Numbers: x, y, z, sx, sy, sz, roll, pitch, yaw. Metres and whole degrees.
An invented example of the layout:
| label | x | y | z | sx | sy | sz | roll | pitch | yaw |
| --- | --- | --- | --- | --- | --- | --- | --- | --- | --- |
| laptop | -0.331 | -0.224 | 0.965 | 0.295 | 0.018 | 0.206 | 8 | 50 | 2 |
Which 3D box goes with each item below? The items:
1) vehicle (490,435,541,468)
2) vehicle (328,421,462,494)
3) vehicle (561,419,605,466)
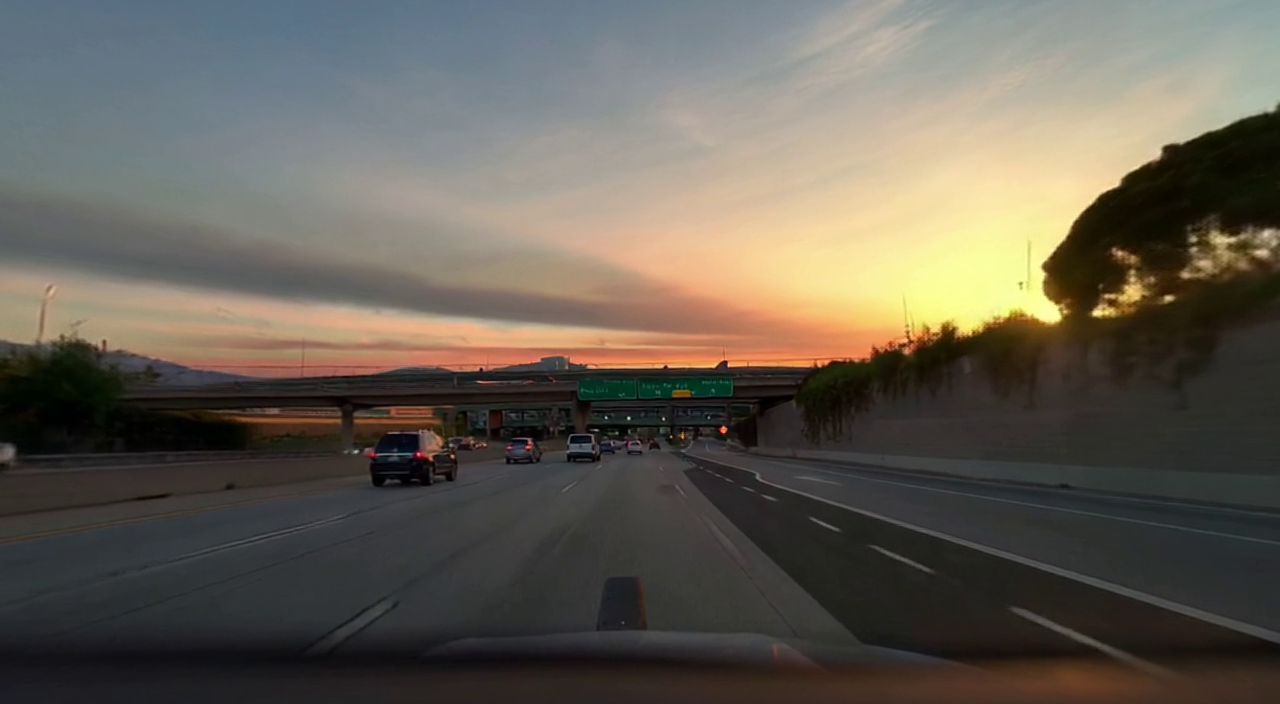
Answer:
| label | x | y | z | sx | sy | sz | roll | pitch | yaw |
| --- | --- | --- | --- | --- | --- | --- | --- | --- | --- |
| vehicle | -7.328 | 5.894 | 37.323 | 2.109 | 1.784 | 4.709 | 0 | -8 | -1 |
| vehicle | -7.281 | 3.187 | 19.326 | 2.179 | 1.948 | 4.618 | 0 | -8 | 1 |
| vehicle | -3.651 | 5.954 | 41.394 | 2.301 | 2.843 | 6.458 | 0 | -8 | 0 |
